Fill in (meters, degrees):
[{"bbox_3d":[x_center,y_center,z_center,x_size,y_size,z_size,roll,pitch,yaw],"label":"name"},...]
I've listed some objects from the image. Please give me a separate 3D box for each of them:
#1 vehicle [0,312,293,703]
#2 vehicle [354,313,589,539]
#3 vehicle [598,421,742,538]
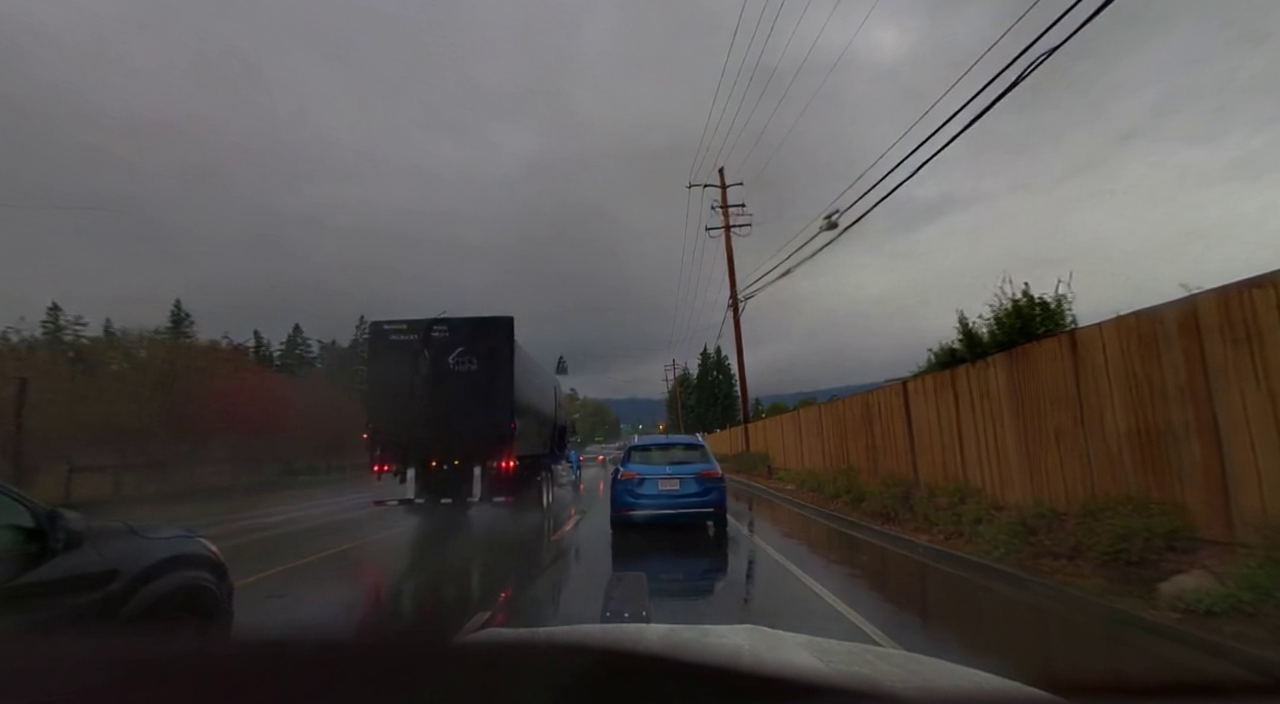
[{"bbox_3d":[-3.084,0.696,1.303,2.093,1.832,4.508,0,-9,1],"label":"vehicle"},{"bbox_3d":[-3.057,1.836,14.729,2.928,3.658,8.980,0,-9,0],"label":"vehicle"},{"bbox_3d":[0.446,2.239,11.658,2.174,1.749,4.113,0,-9,0],"label":"vehicle"}]
